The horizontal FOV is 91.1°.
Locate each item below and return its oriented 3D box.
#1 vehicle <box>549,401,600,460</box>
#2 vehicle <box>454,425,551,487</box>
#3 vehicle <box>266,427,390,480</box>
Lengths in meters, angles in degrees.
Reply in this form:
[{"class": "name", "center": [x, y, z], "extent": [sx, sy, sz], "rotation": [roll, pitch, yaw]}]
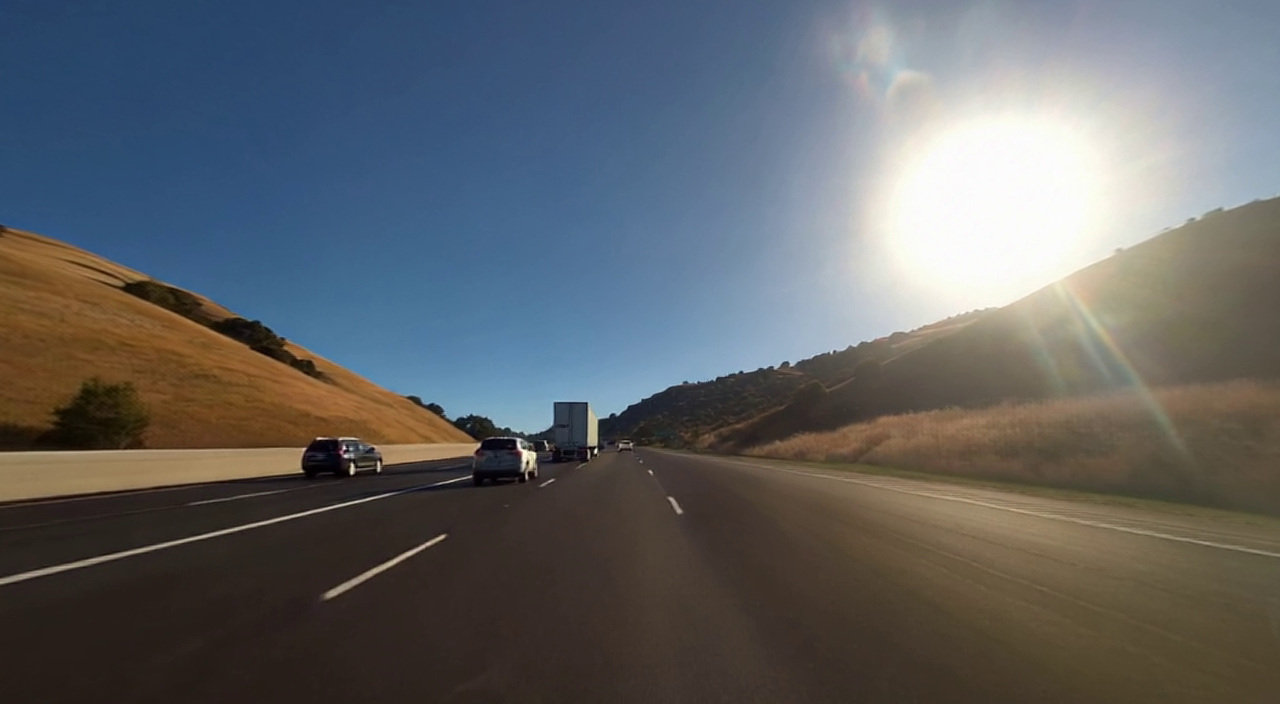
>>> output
[{"class": "vehicle", "center": [-4.699, 6.053, 47.486], "extent": [2.981, 3.860, 11.022], "rotation": [0, -8, -2]}, {"class": "vehicle", "center": [-4.193, 3.268, 19.967], "extent": [2.099, 1.734, 4.413], "rotation": [0, -8, 0]}, {"class": "vehicle", "center": [-12.044, 3.974, 24.817], "extent": [2.130, 1.828, 5.523], "rotation": [0, -8, -1]}]
